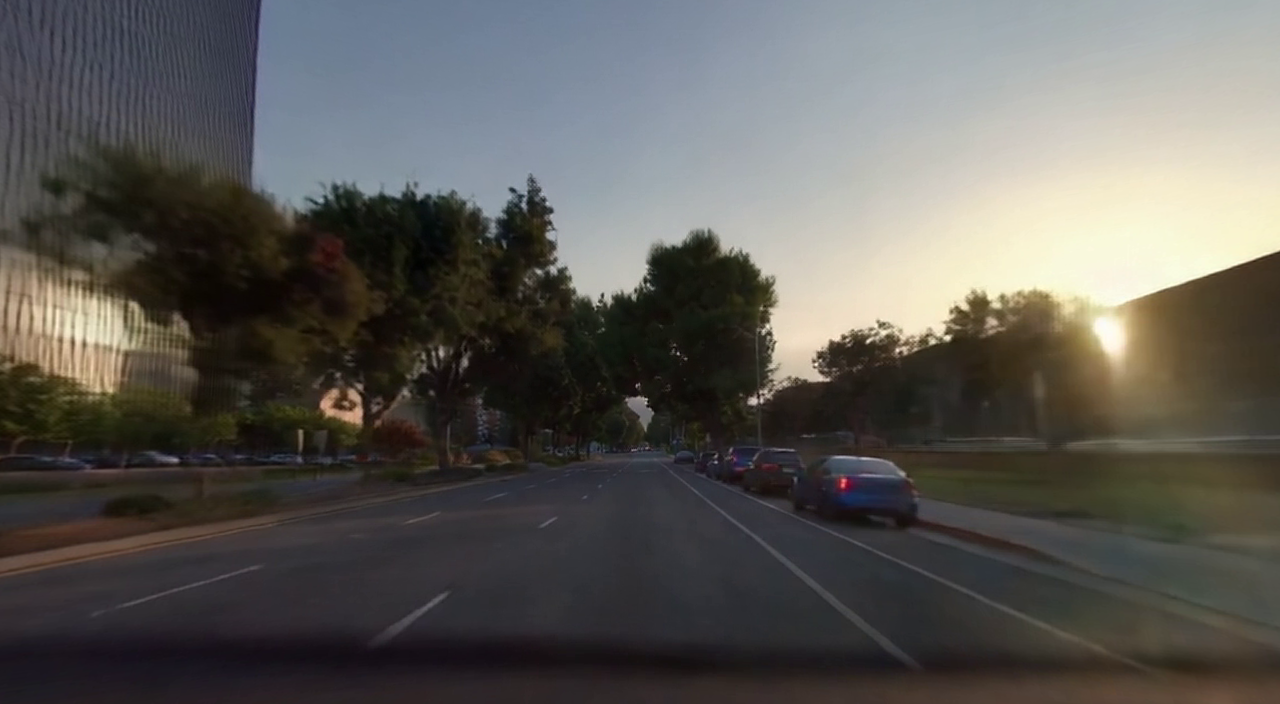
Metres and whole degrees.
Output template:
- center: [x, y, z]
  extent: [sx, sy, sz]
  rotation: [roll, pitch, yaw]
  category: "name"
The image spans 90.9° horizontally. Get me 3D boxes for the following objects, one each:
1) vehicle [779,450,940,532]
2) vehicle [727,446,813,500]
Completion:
- center: [4.362, 2.794, 13.310]
  extent: [1.872, 1.420, 4.201]
  rotation: [0, -9, 0]
  category: "vehicle"
- center: [4.156, 3.923, 20.946]
  extent: [1.974, 1.534, 4.610]
  rotation: [0, -9, 2]
  category: "vehicle"
